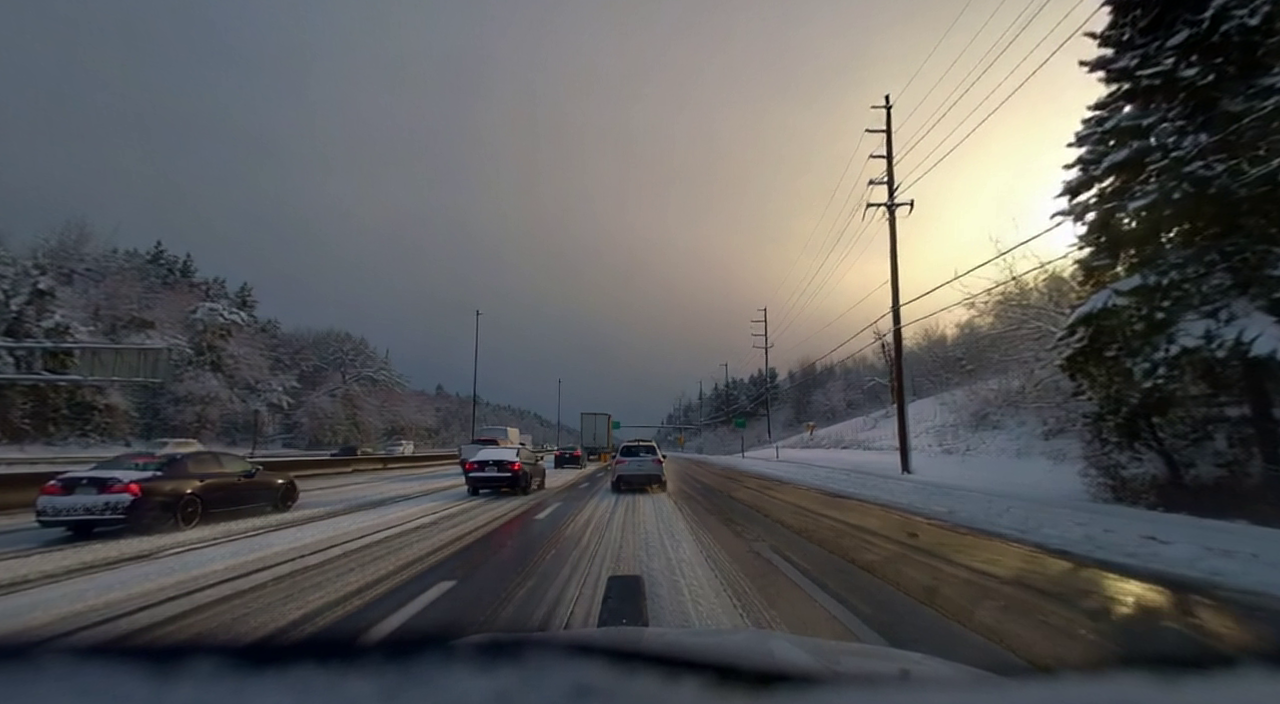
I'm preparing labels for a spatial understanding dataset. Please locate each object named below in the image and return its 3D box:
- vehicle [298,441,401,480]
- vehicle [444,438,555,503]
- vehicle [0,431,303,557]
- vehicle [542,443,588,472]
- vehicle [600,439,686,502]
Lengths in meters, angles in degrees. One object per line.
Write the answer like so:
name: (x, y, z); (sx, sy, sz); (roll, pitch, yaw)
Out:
vehicle: (-12.286, 4.606, 27.122); (2.089, 1.500, 4.780); (0, -9, 1)
vehicle: (-3.511, 3.037, 16.581); (1.912, 1.464, 4.115); (0, -9, 1)
vehicle: (-7.383, 2.004, 9.681); (1.867, 1.445, 4.499); (0, -9, 1)
vehicle: (-4.008, 5.705, 34.336); (2.013, 1.437, 3.801); (0, -9, 0)
vehicle: (-0.008, 3.132, 17.129); (2.018, 1.470, 4.491); (0, -9, -2)
